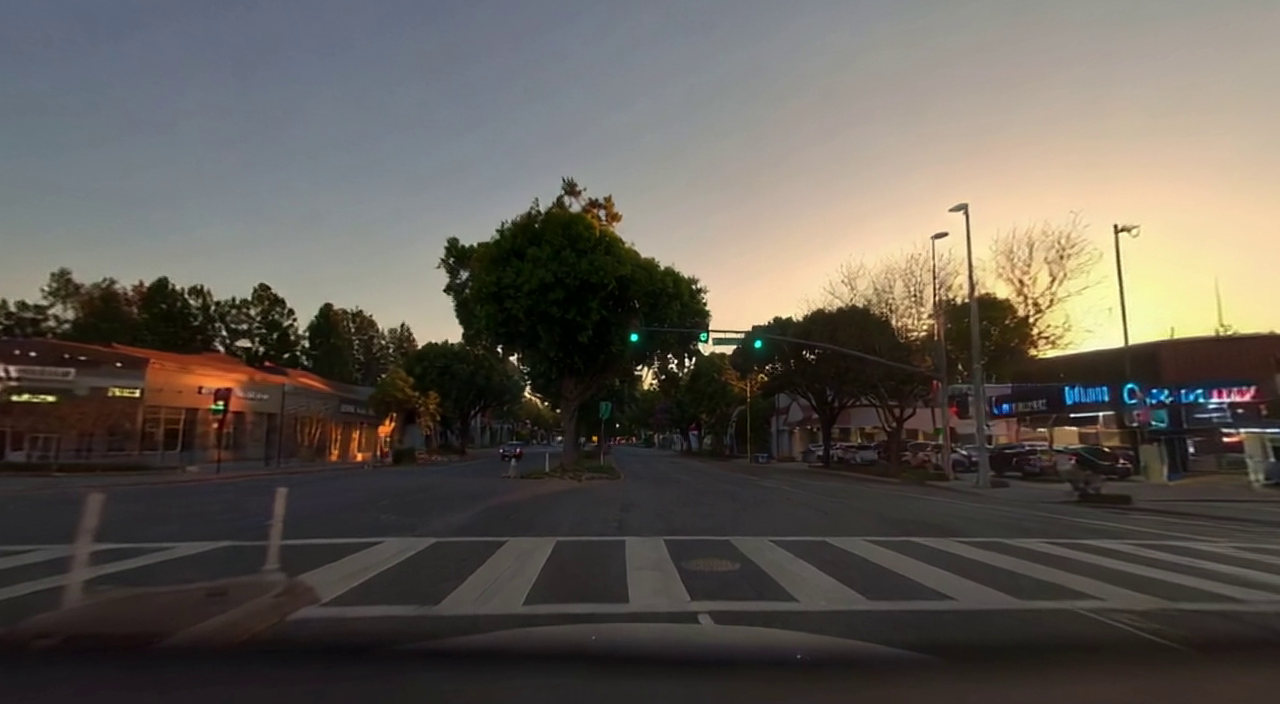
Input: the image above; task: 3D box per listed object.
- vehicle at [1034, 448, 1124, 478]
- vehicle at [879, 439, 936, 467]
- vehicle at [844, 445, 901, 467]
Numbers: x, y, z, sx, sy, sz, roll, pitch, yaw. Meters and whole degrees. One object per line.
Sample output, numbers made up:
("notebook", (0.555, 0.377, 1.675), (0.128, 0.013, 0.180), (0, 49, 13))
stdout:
("vehicle", (25.811, 6.515, 37.358), (1.929, 1.613, 4.530), (0, -8, -2))
("vehicle", (19.333, 7.317, 45.891), (2.087, 1.868, 4.004), (1, -8, -5))
("vehicle", (16.858, 7.543, 46.046), (2.073, 1.519, 4.429), (1, -8, -7))
